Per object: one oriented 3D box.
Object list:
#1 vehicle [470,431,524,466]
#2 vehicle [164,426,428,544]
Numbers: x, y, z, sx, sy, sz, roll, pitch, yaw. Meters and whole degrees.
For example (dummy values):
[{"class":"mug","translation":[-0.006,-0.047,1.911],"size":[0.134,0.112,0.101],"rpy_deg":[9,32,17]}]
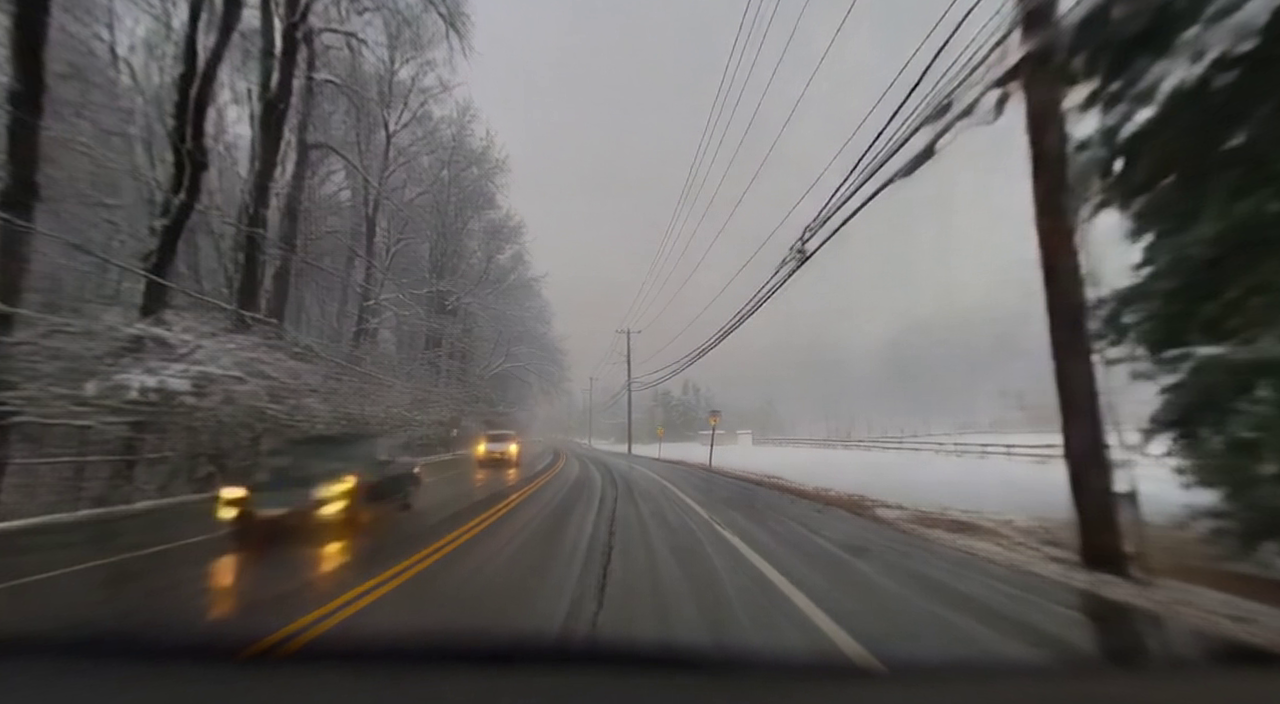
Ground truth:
[{"class":"vehicle","translation":[-6.875,4.714,30.881],"size":[1.943,1.556,4.311],"rpy_deg":[1,-8,-4]},{"class":"vehicle","translation":[-5.146,2.020,10.338],"size":[1.965,1.486,4.385],"rpy_deg":[1,-8,-2]}]
